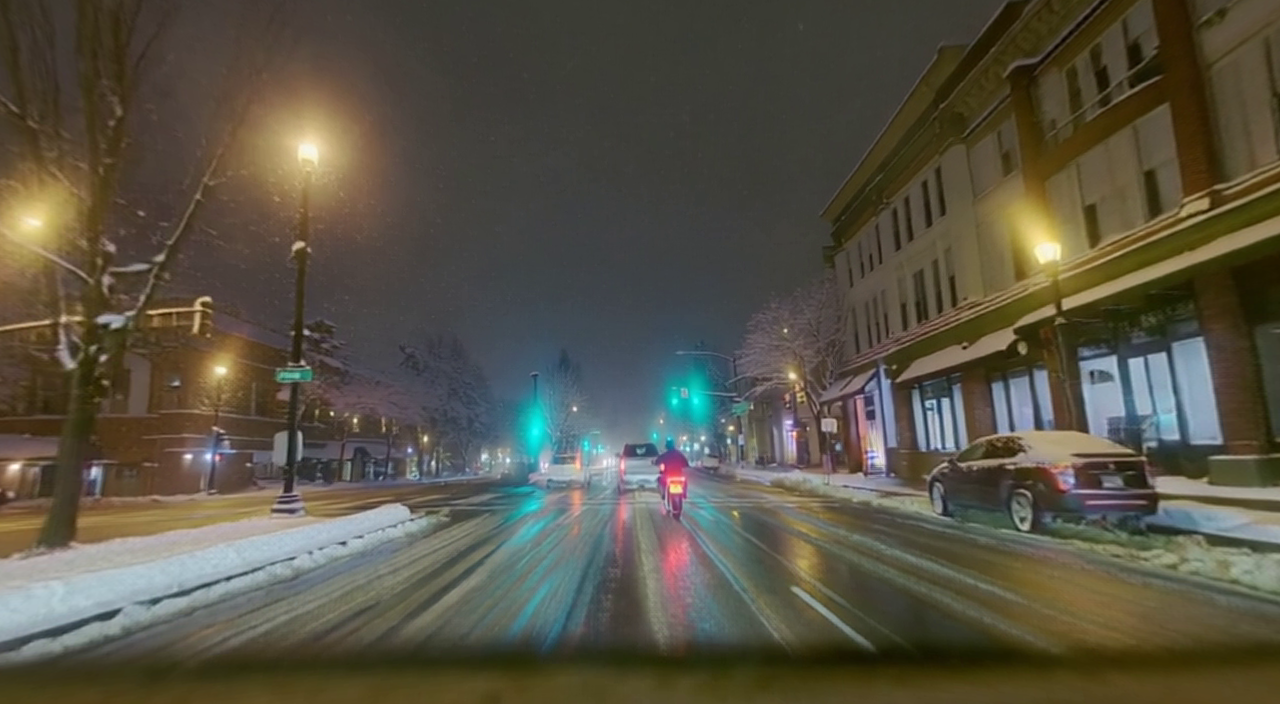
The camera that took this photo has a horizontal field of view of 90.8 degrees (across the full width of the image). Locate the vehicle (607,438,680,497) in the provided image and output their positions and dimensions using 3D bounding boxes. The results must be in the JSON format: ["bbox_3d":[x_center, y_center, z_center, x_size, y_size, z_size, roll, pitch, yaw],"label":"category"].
[{"bbox_3d":[0.073,3.844,21.467,2.223,1.775,4.250,0,-9,-1],"label":"vehicle"}]

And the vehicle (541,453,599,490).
[{"bbox_3d":[-2.964,5.178,27.736,2.014,1.470,4.552,0,-9,0],"label":"vehicle"}]

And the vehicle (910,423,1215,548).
[{"bbox_3d":[7.167,2.302,11.641,2.018,1.772,4.968,0,-9,-2],"label":"vehicle"}]
